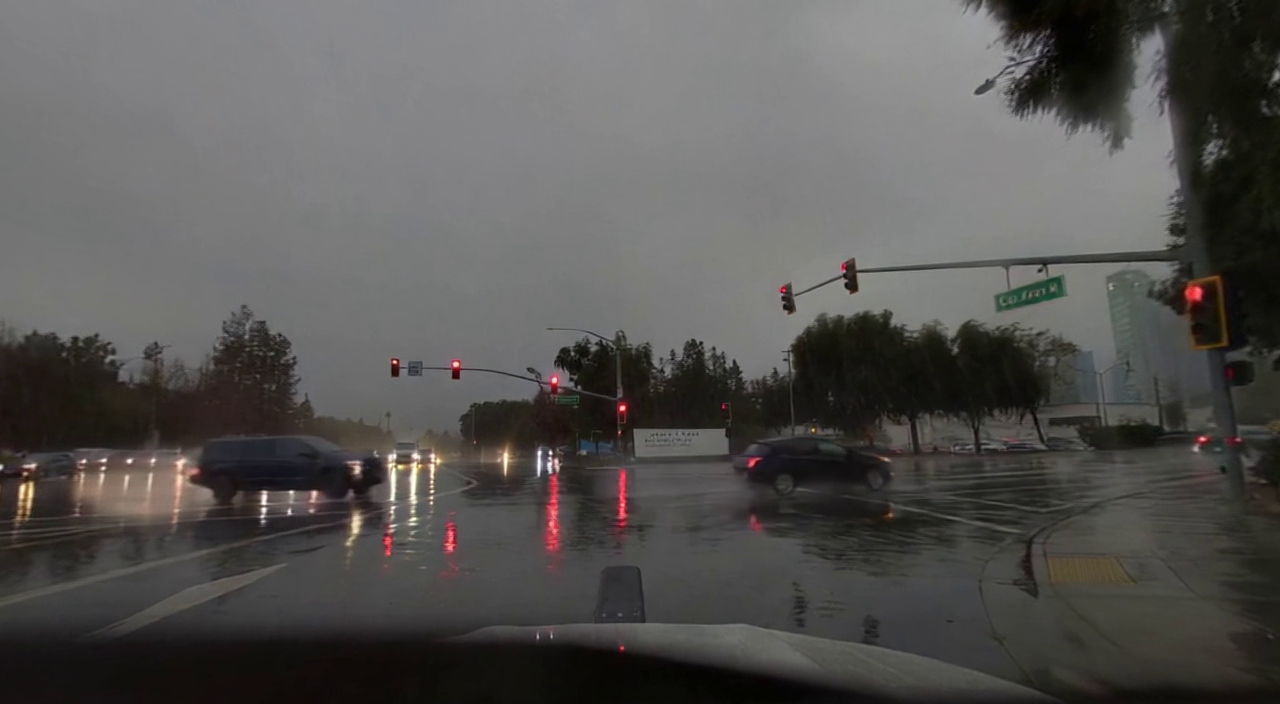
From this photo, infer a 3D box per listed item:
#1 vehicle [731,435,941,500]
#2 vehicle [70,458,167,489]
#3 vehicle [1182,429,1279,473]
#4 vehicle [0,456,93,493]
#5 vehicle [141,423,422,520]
[{"bbox_3d":[4.940,2.895,16.146,4.728,1.471,1.957,2,-9,-14],"label":"vehicle"},{"bbox_3d":[-28.377,6.611,34.600,1.965,1.448,4.553,1,-9,-9],"label":"vehicle"},{"bbox_3d":[23.827,3.940,25.328,4.281,1.621,1.903,5,-10,-33],"label":"vehicle"},{"bbox_3d":[-31.187,6.264,32.641,2.142,1.723,4.692,1,-9,-9],"label":"vehicle"},{"bbox_3d":[-8.424,2.749,14.933,5.896,1.937,2.358,-3,-9,19],"label":"vehicle"}]
